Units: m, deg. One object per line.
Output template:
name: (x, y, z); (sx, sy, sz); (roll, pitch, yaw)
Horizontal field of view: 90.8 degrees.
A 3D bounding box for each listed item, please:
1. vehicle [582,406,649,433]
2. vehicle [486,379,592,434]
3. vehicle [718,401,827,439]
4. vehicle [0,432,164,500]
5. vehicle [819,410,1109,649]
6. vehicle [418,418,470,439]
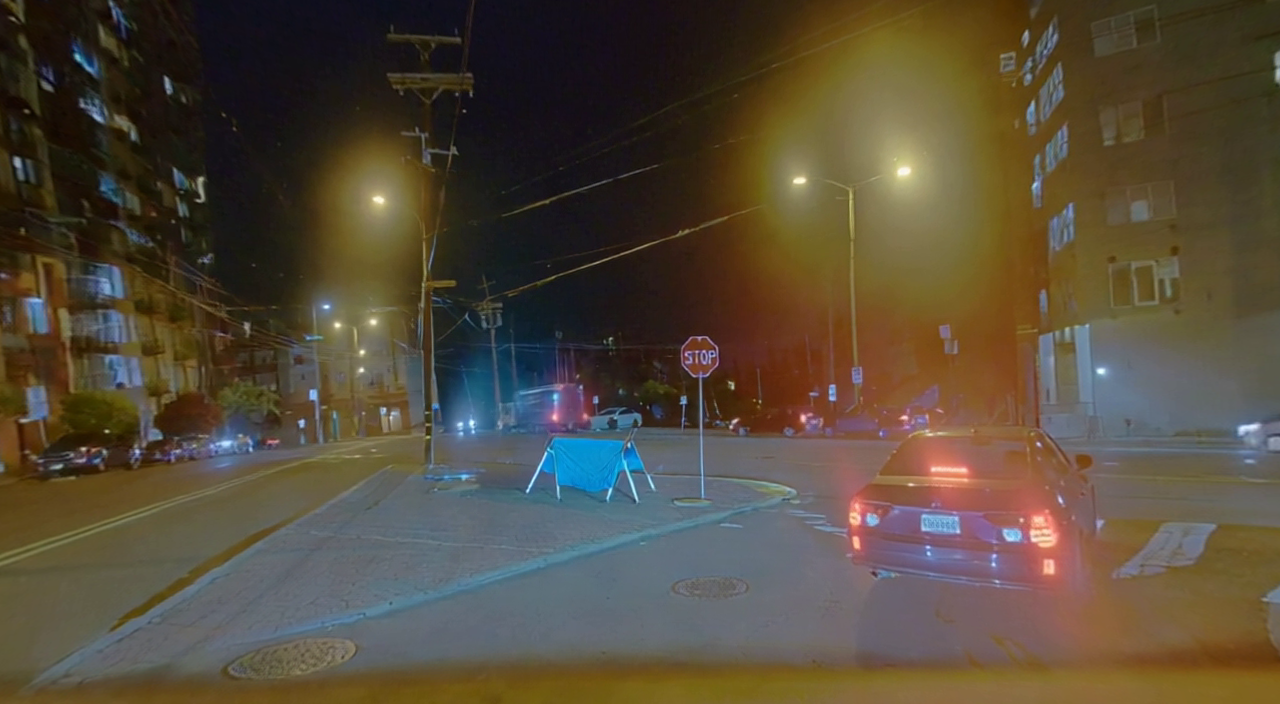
vehicle: (-1.615, 4.295, 39.759); (1.790, 1.468, 4.422); (7, -11, -42)
vehicle: (-6.444, 3.538, 39.596); (7.172, 3.075, 2.584); (-7, -10, 41)
vehicle: (5.772, 3.084, 27.956); (4.363, 1.511, 1.838); (-8, -11, 42)
vehicle: (-17.183, 3.480, 19.833); (2.054, 1.800, 5.212); (3, -9, -21)
vehicle: (3.531, 1.573, 6.747); (1.945, 1.647, 4.160); (-6, -10, 32)
vehicle: (-15.331, 6.011, 49.350); (2.089, 1.506, 4.641); (7, -11, -41)
